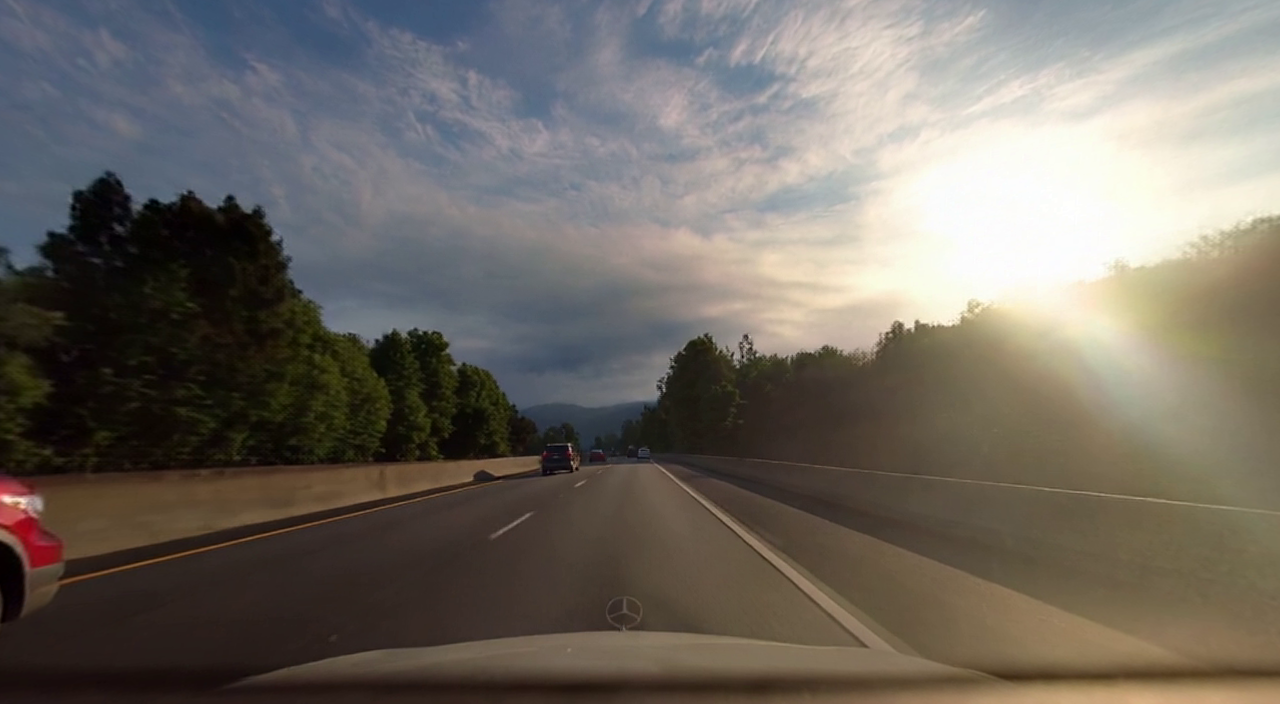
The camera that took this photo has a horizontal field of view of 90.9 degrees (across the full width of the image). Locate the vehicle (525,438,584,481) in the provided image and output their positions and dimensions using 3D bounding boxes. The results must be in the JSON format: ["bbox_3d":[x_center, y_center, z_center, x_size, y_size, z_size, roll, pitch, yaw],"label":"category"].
[{"bbox_3d":[-3.876,4.949,29.315,2.056,1.811,4.202,0,-9,1],"label":"vehicle"}]
